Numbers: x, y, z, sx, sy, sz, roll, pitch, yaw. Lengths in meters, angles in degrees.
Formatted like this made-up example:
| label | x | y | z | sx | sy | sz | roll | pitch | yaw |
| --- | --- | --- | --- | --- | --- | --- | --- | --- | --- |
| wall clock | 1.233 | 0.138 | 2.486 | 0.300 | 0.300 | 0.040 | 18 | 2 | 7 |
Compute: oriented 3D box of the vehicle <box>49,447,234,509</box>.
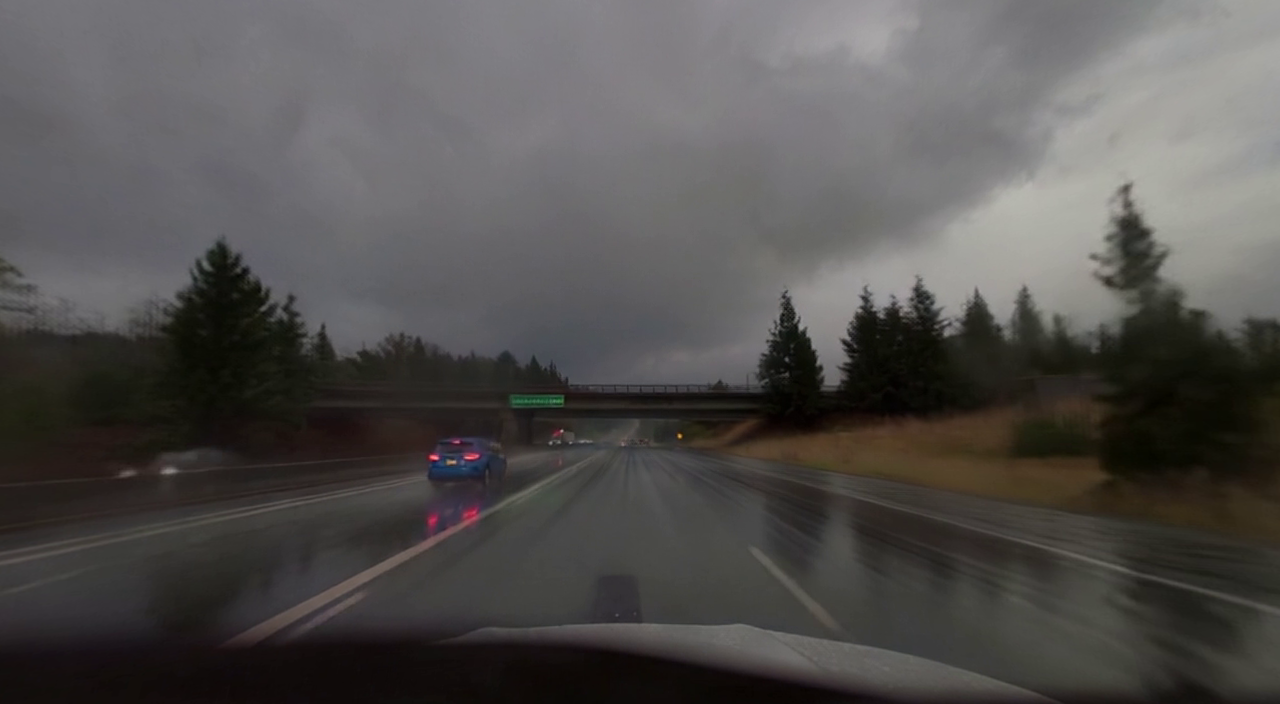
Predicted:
| label | x | y | z | sx | sy | sz | roll | pitch | yaw |
| --- | --- | --- | --- | --- | --- | --- | --- | --- | --- |
| vehicle | -13.769 | 3.449 | 17.815 | 1.813 | 1.437 | 4.270 | 0 | -8 | -1 |

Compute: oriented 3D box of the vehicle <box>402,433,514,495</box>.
| label | x | y | z | sx | sy | sz | roll | pitch | yaw |
| --- | --- | --- | --- | --- | --- | --- | --- | --- | --- |
| vehicle | -4.882 | 3.011 | 17.496 | 1.965 | 1.513 | 3.774 | 0 | -8 | 0 |
